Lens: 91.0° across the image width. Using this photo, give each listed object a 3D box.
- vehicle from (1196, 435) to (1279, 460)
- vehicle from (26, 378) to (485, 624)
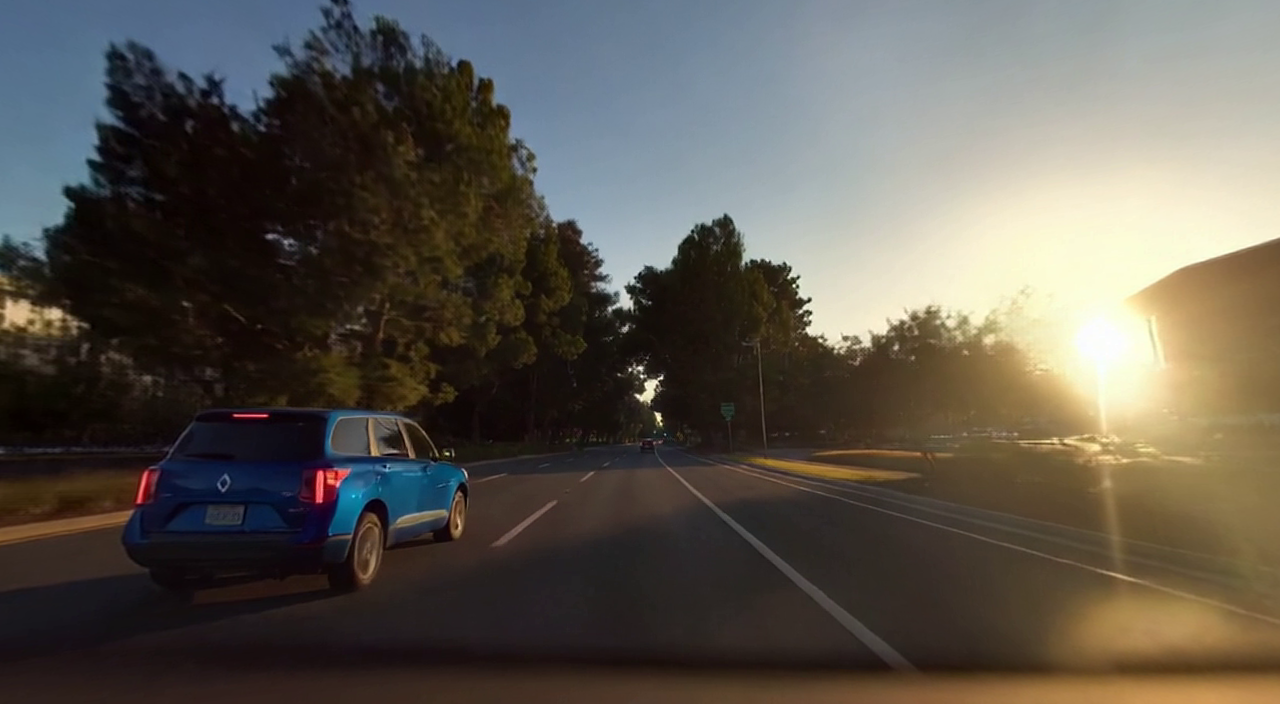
[{"bbox_3d":[37.466,5.899,38.887,4.447,1.464,1.793,0,-8,0],"label":"vehicle"},{"bbox_3d":[-3.249,1.366,6.719,2.033,1.713,4.503,0,-8,0],"label":"vehicle"}]
